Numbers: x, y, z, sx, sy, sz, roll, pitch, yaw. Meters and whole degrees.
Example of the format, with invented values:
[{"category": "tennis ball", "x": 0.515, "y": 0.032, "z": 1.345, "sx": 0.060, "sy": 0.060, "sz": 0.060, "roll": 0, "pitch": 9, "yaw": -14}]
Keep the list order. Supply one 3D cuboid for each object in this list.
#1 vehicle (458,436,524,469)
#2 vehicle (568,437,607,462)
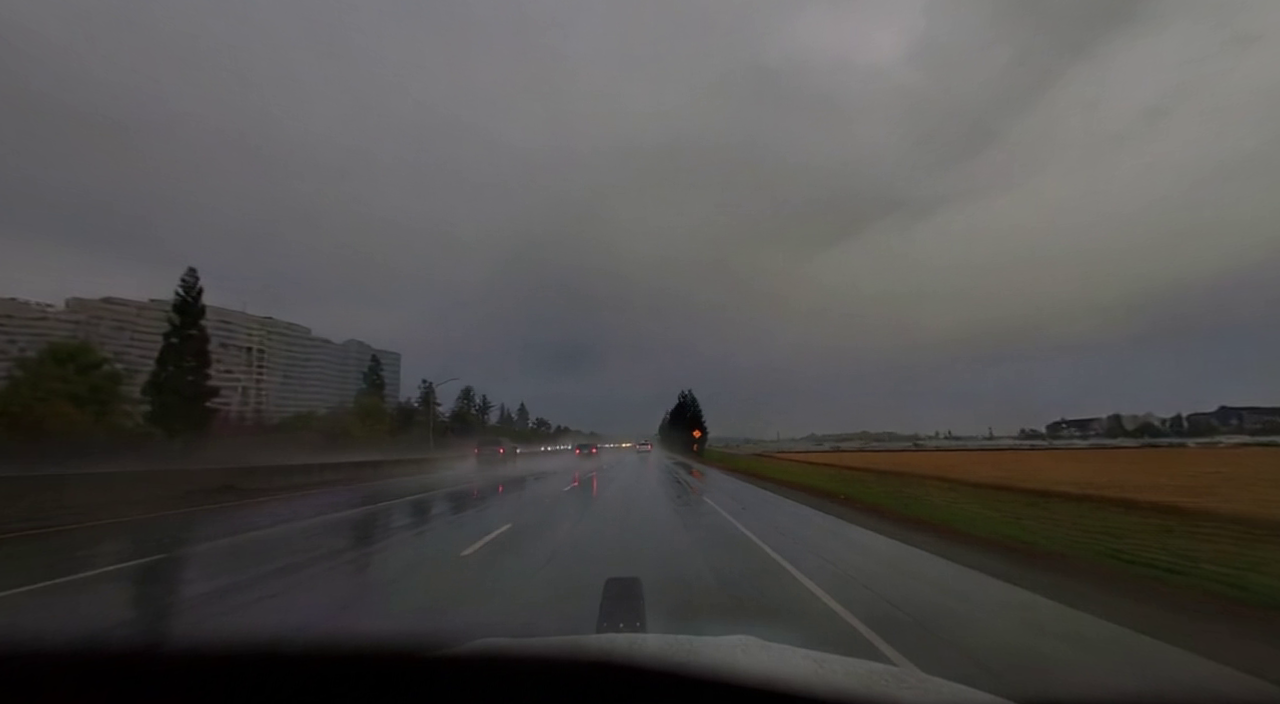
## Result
[{"category": "vehicle", "x": -7.304, "y": 4.986, "z": 31.438, "sx": 2.034, "sy": 1.523, "sz": 4.627, "roll": 0, "pitch": -8, "yaw": 2}, {"category": "vehicle", "x": -3.429, "y": 6.508, "z": 42.076, "sx": 2.083, "sy": 1.588, "sz": 4.801, "roll": 0, "pitch": -8, "yaw": 1}]
